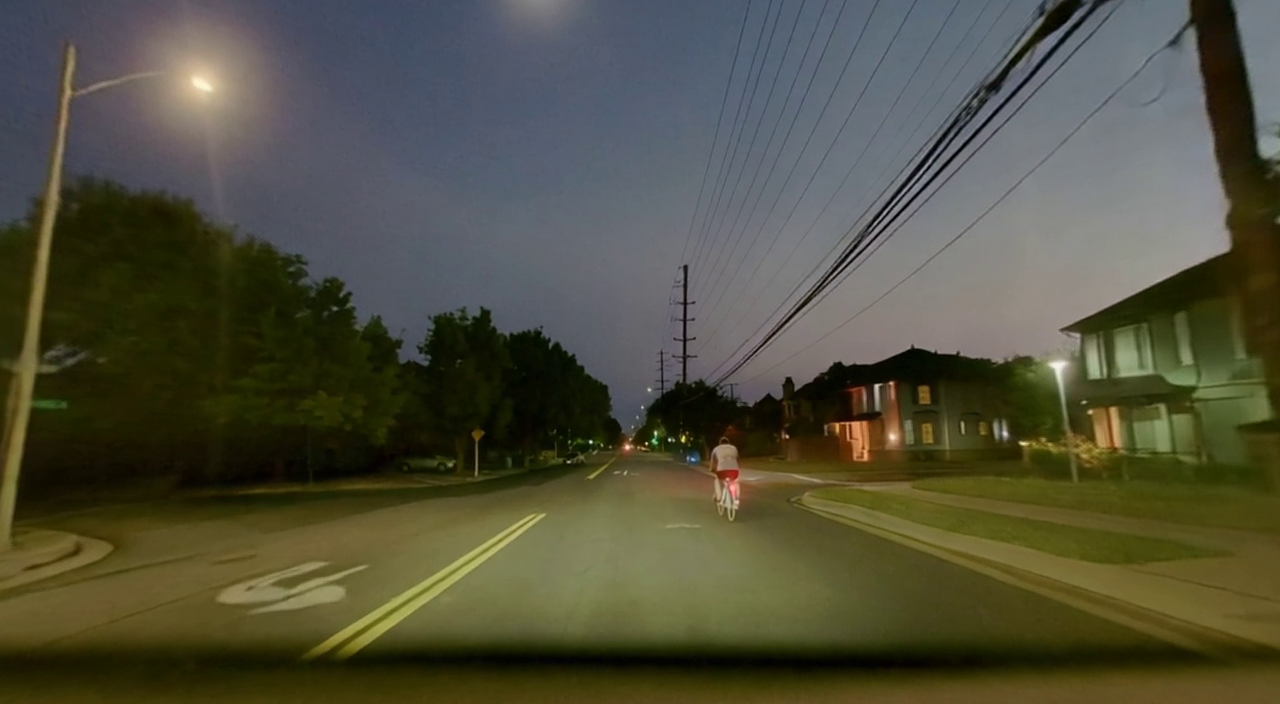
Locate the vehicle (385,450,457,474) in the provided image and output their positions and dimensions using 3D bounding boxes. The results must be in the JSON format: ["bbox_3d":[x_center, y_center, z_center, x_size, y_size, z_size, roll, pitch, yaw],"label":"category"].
[{"bbox_3d":[-14.574,7.308,42.140,4.143,1.480,1.755,0,-9,-2],"label":"vehicle"}]
